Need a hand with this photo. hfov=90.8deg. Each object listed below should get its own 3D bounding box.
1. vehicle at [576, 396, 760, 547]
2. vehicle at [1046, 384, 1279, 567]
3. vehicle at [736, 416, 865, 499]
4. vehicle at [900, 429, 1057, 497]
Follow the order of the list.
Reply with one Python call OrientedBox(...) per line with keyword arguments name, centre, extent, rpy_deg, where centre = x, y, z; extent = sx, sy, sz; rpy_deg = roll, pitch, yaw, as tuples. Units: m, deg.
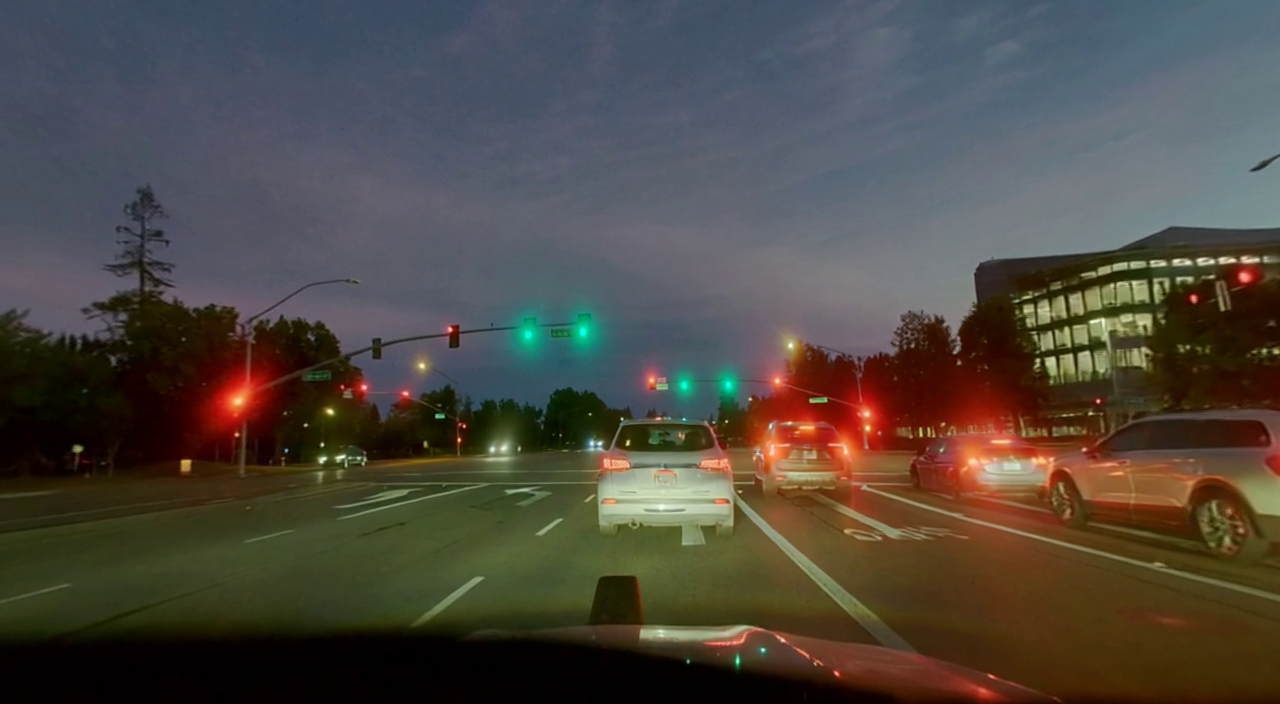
OrientedBox(name="vehicle", centre=(0.311, 1.751, 9.763), extent=(2.211, 1.795, 4.179), rpy_deg=(0, -9, -1))
OrientedBox(name="vehicle", centre=(7.395, 1.420, 7.606), extent=(2.074, 1.791, 4.393), rpy_deg=(0, -9, 1))
OrientedBox(name="vehicle", centre=(3.837, 2.650, 16.075), extent=(2.188, 1.774, 4.646), rpy_deg=(-1, -9, 2))
OrientedBox(name="vehicle", centre=(8.374, 2.787, 16.156), extent=(1.862, 1.471, 4.297), rpy_deg=(-1, -9, 4))
